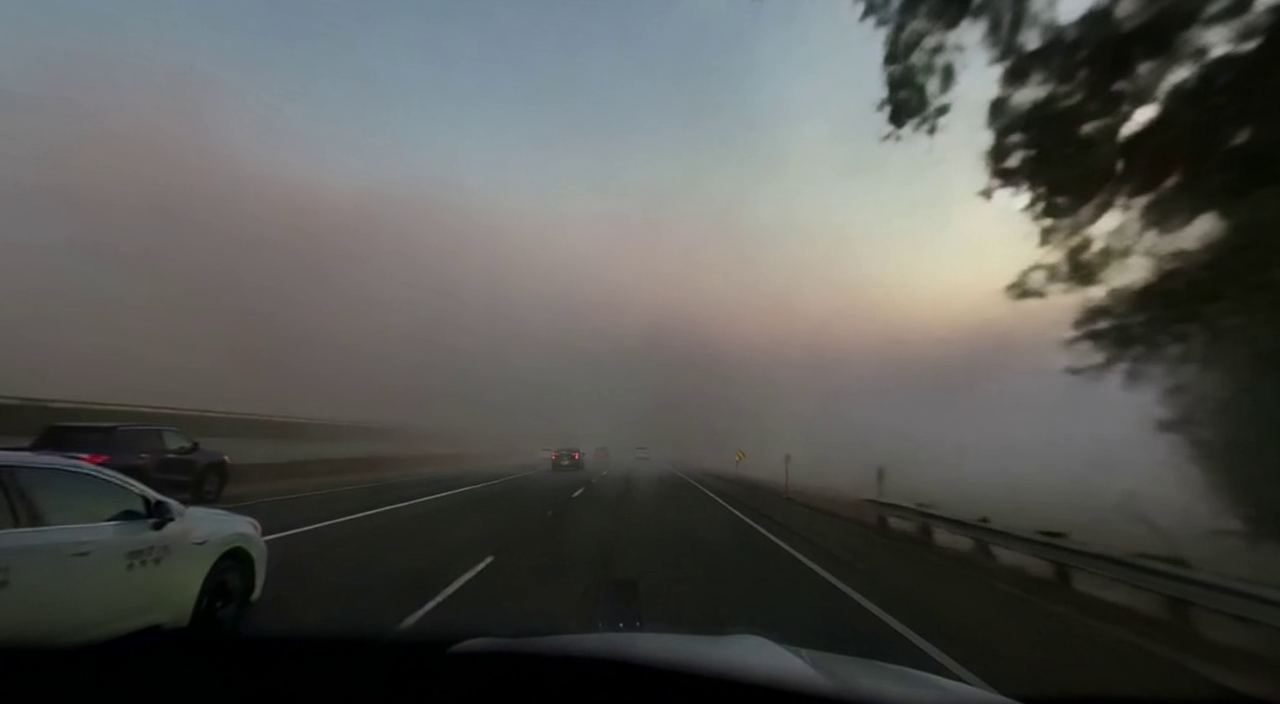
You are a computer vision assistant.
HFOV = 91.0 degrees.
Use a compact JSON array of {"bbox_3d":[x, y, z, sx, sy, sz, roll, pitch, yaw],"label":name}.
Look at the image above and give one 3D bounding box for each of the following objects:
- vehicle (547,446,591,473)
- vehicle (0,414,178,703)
[{"bbox_3d":[-4.140,6.317,37.259,2.120,1.458,4.031,0,-9,1],"label":"vehicle"},{"bbox_3d":[-3.804,0.833,1.517,1.965,1.485,4.460,0,-9,0],"label":"vehicle"}]
